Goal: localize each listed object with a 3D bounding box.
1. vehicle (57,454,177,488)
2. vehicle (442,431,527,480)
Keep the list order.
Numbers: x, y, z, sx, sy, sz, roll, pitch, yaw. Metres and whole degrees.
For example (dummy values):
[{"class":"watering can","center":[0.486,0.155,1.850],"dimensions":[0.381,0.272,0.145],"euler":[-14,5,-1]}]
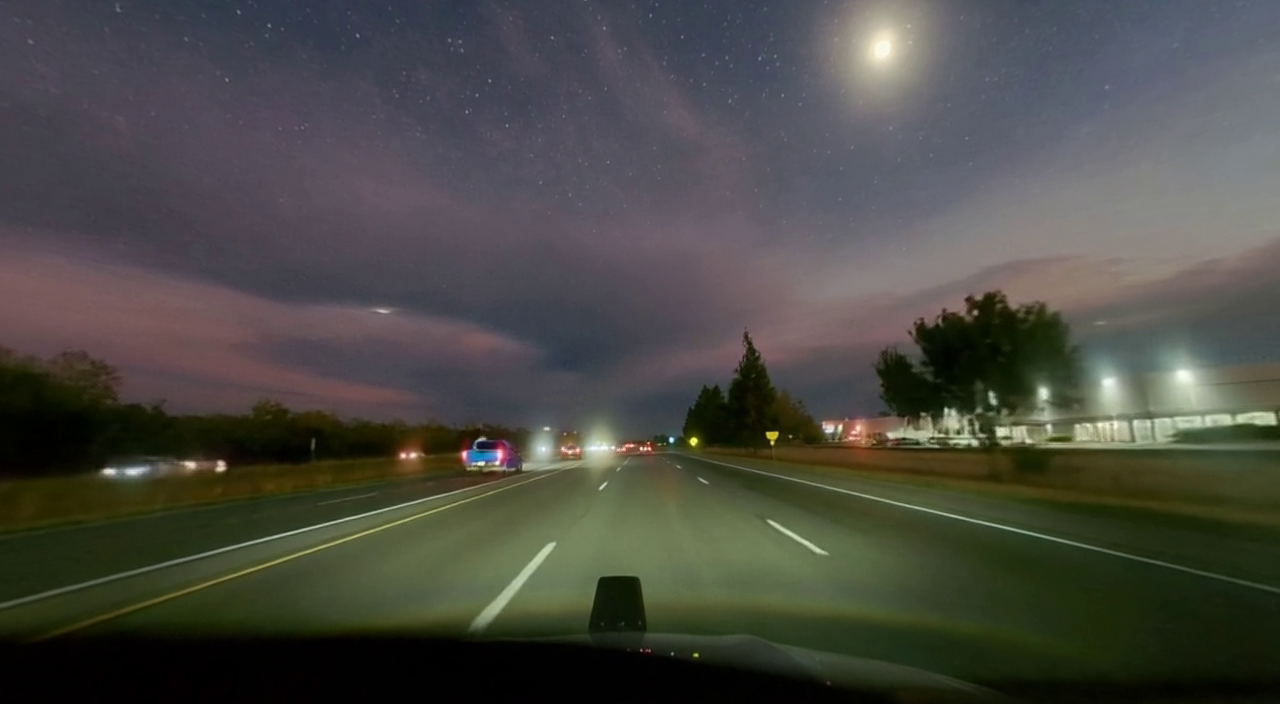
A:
[{"class":"vehicle","center":[-25.782,5.843,31.350],"dimensions":[1.881,1.503,4.705],"euler":[0,-8,1]},{"class":"vehicle","center":[-6.716,4.553,28.072],"dimensions":[2.156,1.911,5.956],"euler":[0,-8,1]}]
